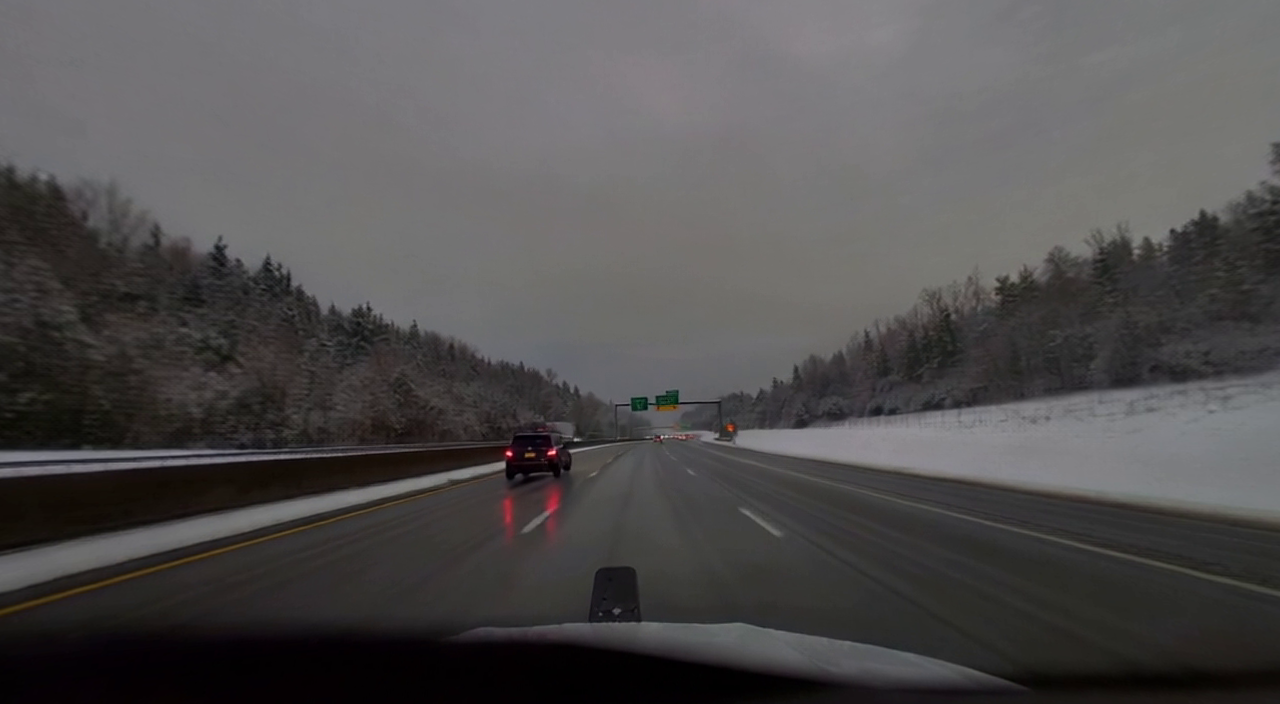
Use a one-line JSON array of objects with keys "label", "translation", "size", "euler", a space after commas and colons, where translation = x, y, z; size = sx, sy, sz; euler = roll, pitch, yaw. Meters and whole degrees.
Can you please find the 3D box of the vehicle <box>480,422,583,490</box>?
[{"label": "vehicle", "translation": [-2.858, 2.825, 17.538], "size": [2.084, 1.654, 4.080], "euler": [0, -8, 1]}]
